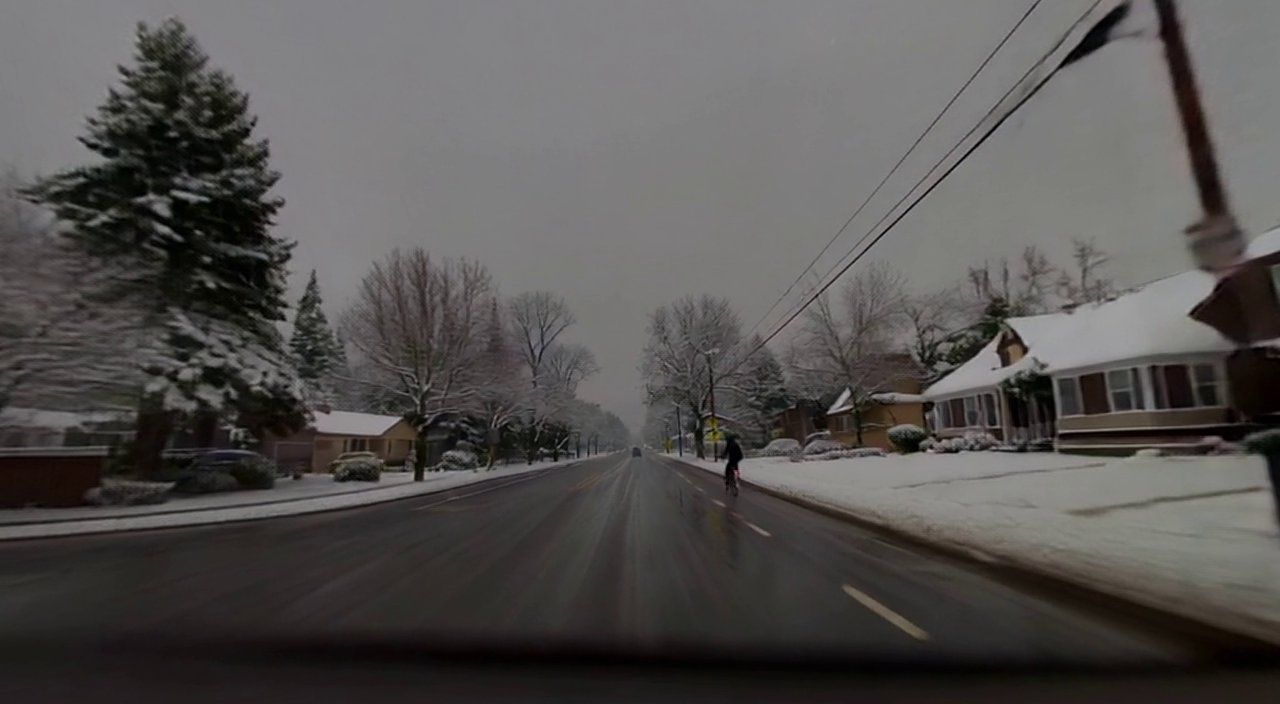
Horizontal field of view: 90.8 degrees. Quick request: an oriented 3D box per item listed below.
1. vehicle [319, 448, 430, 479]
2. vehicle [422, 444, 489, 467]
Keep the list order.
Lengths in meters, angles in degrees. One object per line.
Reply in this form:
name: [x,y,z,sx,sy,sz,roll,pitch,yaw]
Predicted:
vehicle: [-13.219,5.560,31.728,4.717,1.465,1.887,1,-9,-3]
vehicle: [-14.231,8.011,48.930,4.587,1.722,1.906,1,-9,-2]
